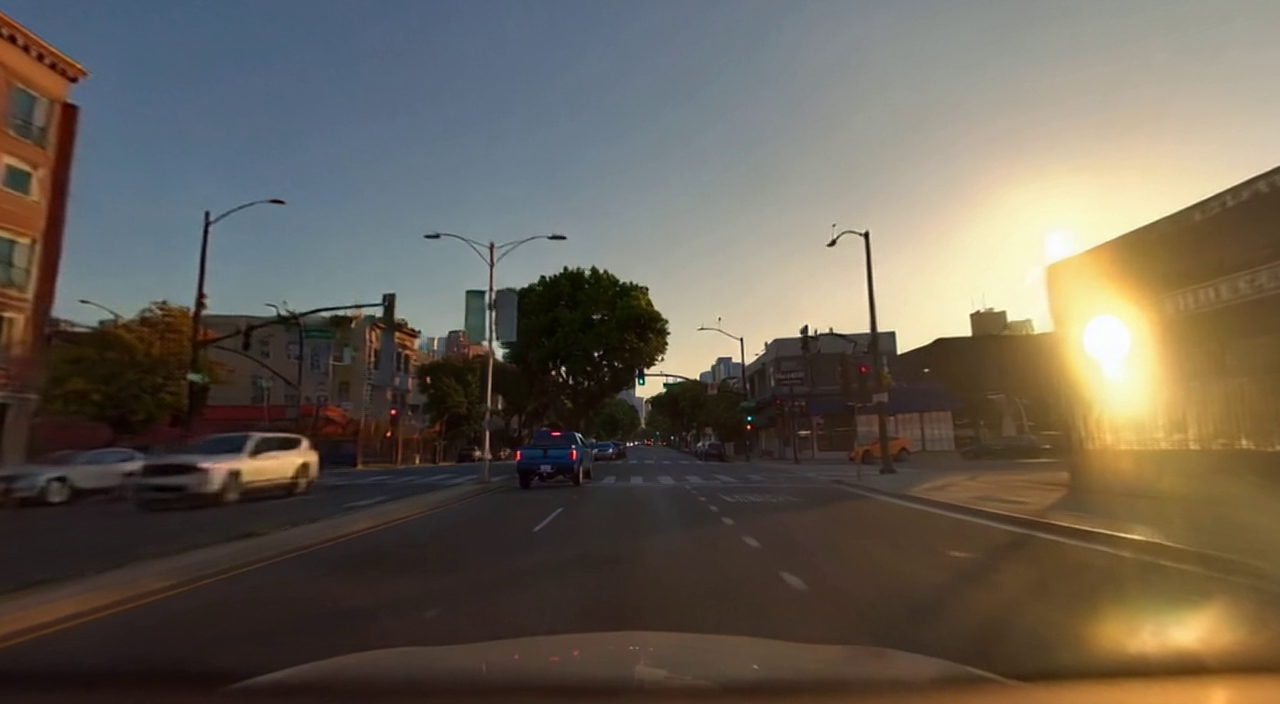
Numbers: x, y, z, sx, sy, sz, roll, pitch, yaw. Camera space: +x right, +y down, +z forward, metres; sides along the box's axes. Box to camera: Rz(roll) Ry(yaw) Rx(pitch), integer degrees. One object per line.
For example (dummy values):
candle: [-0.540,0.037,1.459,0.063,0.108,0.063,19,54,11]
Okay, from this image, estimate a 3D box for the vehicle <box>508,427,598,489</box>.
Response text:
vehicle: [-2.726,3.523,21.297,2.197,1.786,5.365,0,-9,1]

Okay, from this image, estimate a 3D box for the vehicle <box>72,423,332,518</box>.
vehicle: [-10.206,2.814,15.556,2.315,1.892,5.668,0,-9,0]

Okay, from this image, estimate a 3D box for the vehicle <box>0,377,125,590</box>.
vehicle: [-7.115,0.985,4.270,2.308,1.961,5.807,0,-9,0]

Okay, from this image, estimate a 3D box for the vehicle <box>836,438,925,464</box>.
vehicle: [14.004,5.788,36.921,4.447,1.484,1.928,0,-9,1]
